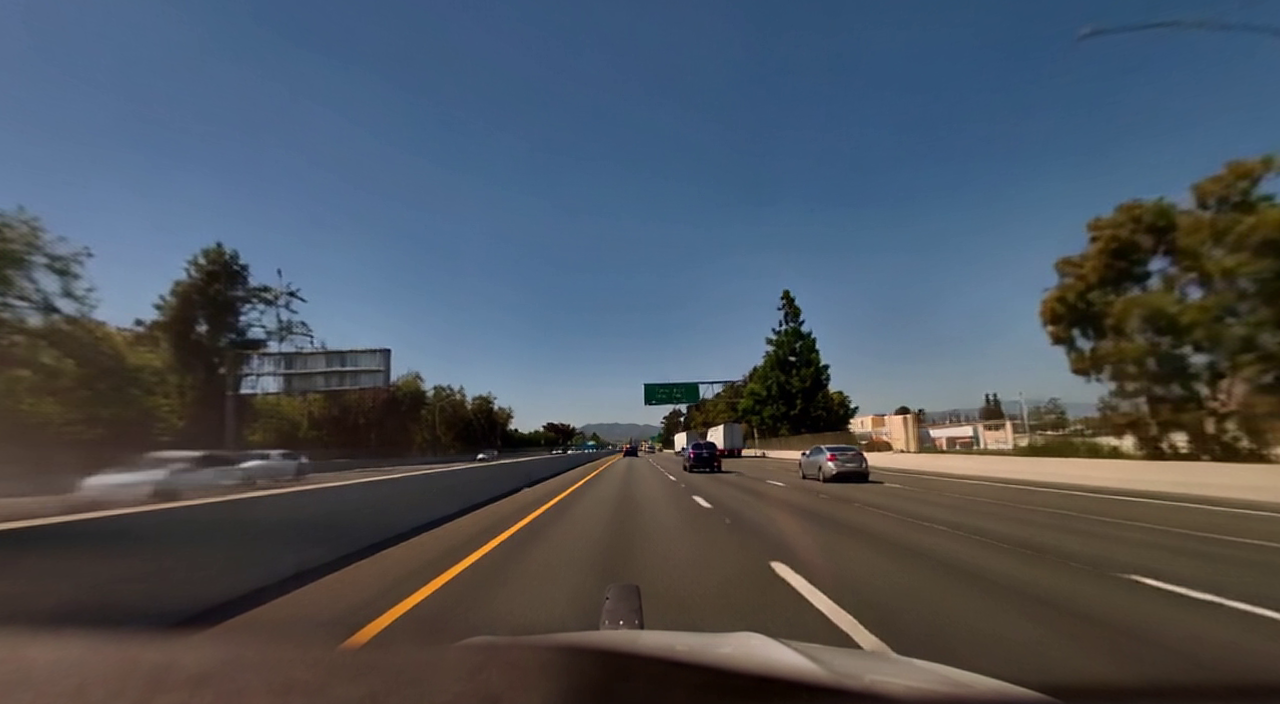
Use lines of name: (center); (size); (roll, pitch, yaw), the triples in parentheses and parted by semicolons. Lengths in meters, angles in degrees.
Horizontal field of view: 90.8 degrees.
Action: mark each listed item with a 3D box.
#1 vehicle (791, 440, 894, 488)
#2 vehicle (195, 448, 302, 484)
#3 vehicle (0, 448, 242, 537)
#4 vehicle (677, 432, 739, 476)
vehicle: (6.674, 3.717, 21.312); (2.009, 1.456, 4.097); (0, -9, -2)
vehicle: (-17.589, 5.124, 28.710); (1.855, 1.454, 4.636); (0, -8, 0)
vehicle: (-10.967, 2.834, 13.458); (2.147, 1.545, 4.454); (0, -8, -2)
vehicle: (2.988, 4.672, 29.062); (2.258, 1.824, 4.908); (0, -9, -1)
